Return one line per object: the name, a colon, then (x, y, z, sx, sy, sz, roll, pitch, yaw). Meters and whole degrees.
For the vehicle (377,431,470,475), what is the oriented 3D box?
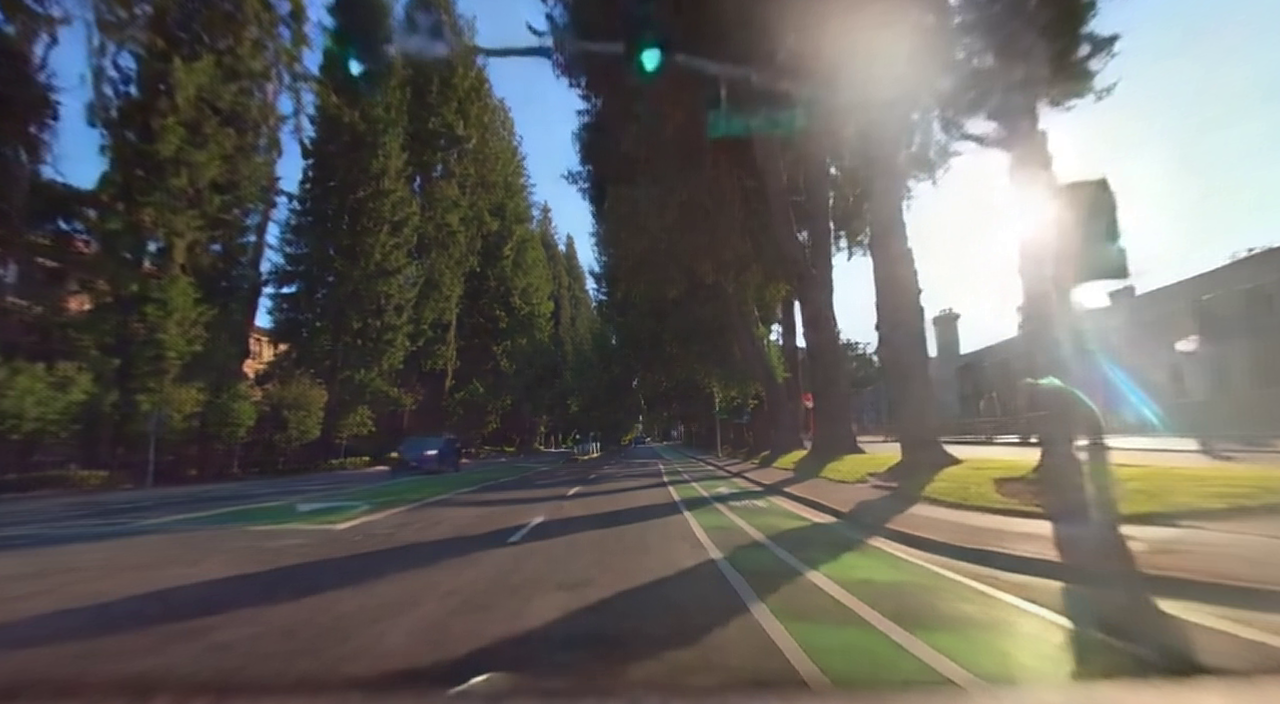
vehicle: (-9.406, 4.465, 28.005, 2.248, 1.761, 4.918, 0, -9, 2)
